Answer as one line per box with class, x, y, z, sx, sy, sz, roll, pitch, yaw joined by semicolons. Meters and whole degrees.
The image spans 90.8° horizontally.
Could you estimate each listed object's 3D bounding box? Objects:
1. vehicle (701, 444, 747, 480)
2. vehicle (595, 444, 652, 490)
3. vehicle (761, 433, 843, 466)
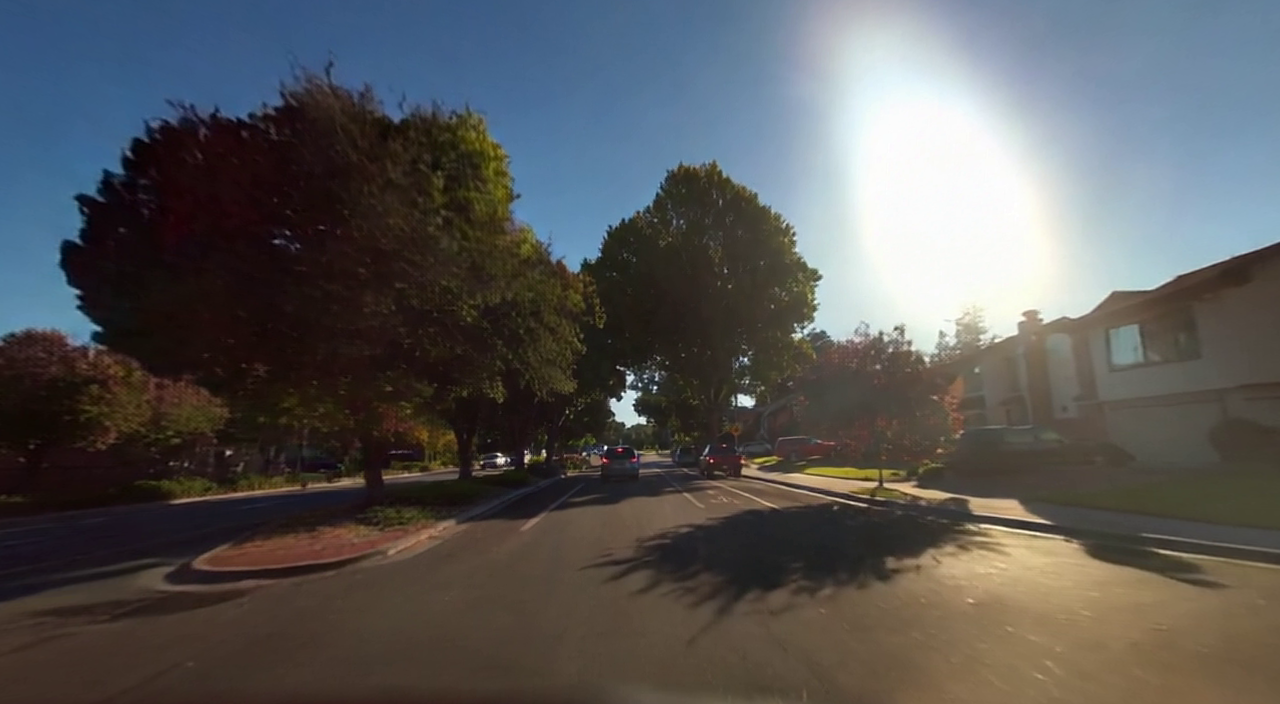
vehicle;4.381;5.797;33.597;2.045;1.776;4.851;0;-8;3
vehicle;-0.603;4.494;25.053;2.106;1.655;3.717;0;-8;0
vehicle;10.945;6.643;43.054;4.919;1.886;2.086;-3;-9;1
